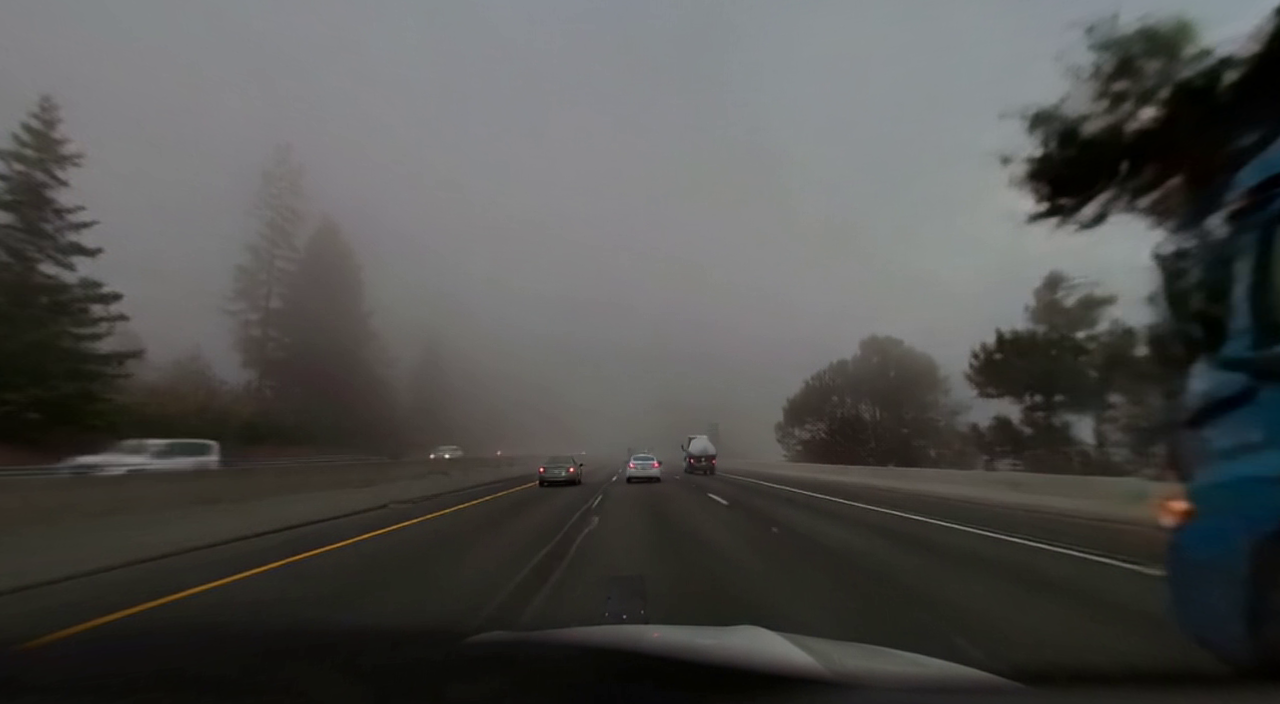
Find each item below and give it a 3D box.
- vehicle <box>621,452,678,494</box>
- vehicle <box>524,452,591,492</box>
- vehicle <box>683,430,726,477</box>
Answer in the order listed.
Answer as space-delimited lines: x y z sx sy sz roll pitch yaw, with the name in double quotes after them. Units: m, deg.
0.325 4.781 25.337 2.089 1.516 4.191 0 -9 0 "vehicle"
-3.274 4.821 25.732 2.105 1.467 4.099 0 -9 1 "vehicle"
4.617 7.174 44.363 2.650 2.978 6.937 -2 -10 8 "vehicle"
